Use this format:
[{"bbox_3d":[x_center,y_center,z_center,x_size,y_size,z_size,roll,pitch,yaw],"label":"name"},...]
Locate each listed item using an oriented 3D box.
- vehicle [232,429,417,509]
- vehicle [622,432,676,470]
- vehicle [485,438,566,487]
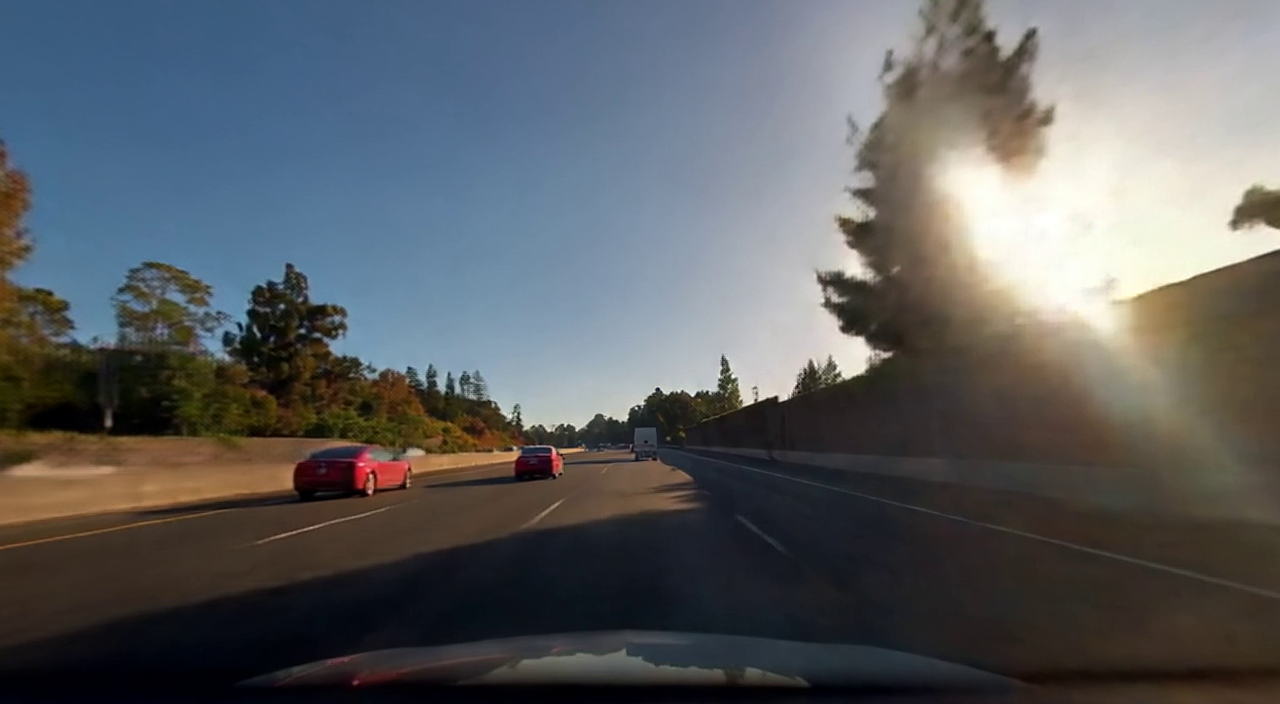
[{"bbox_3d":[-7.563,2.844,15.796,2.189,1.673,4.699,0,-9,0],"label":"vehicle"},{"bbox_3d":[0.452,5.677,36.155,2.856,1.994,4.931,0,-9,-1],"label":"vehicle"},{"bbox_3d":[-3.872,3.824,22.107,2.000,1.512,4.371,0,-9,0],"label":"vehicle"}]
